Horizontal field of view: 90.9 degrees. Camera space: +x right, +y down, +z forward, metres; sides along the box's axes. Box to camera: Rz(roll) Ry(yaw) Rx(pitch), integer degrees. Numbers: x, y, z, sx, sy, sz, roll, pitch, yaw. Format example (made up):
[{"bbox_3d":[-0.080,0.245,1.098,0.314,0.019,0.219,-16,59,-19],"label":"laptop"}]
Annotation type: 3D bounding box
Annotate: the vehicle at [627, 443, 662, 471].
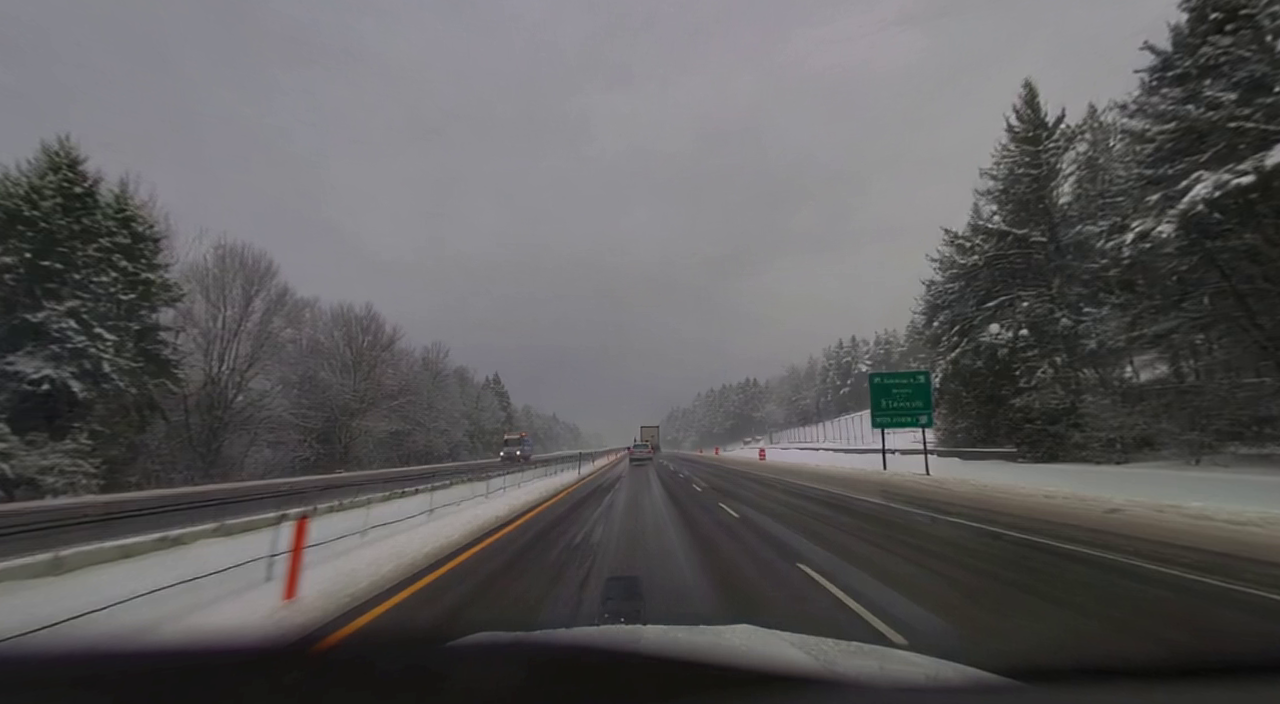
[{"bbox_3d":[0.256,6.432,38.818,2.065,1.573,3.734,0,-9,-1],"label":"vehicle"}]
